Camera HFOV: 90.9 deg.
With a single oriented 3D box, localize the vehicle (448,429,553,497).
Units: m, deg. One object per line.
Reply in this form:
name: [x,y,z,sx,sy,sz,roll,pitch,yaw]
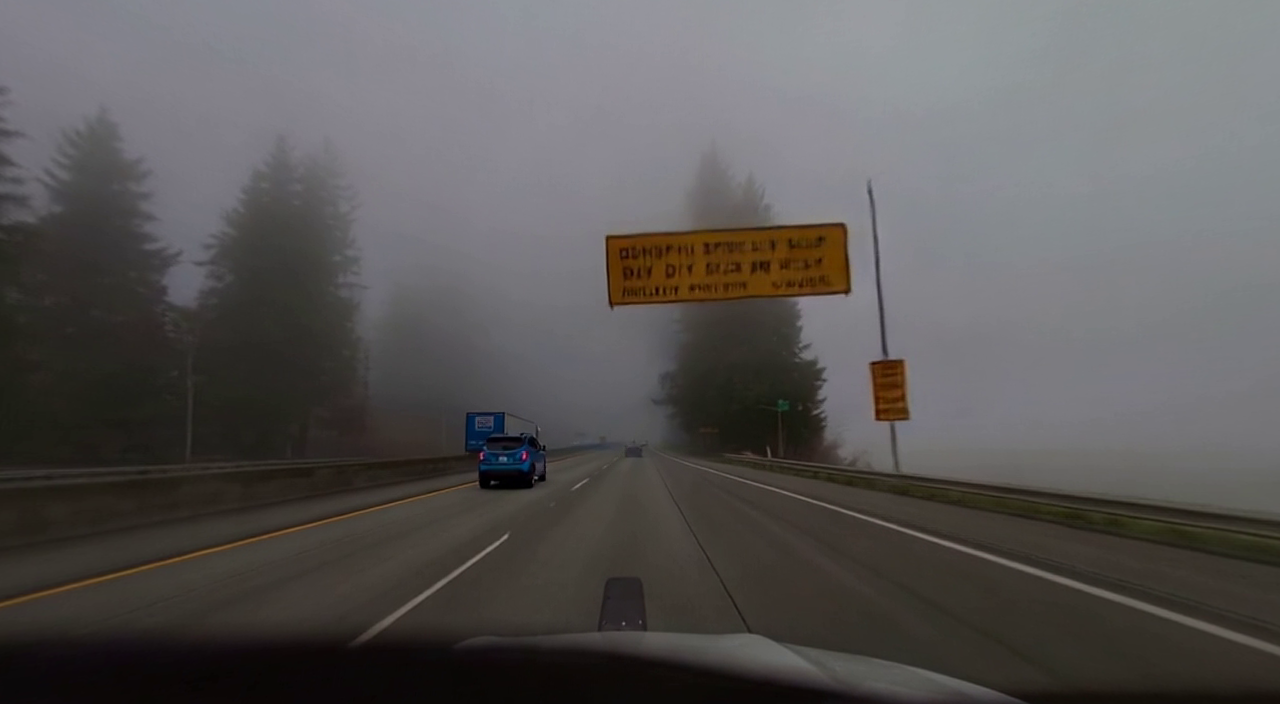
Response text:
vehicle: [-3.954,3.241,18.778,2.084,1.752,4.479,0,-8,0]
